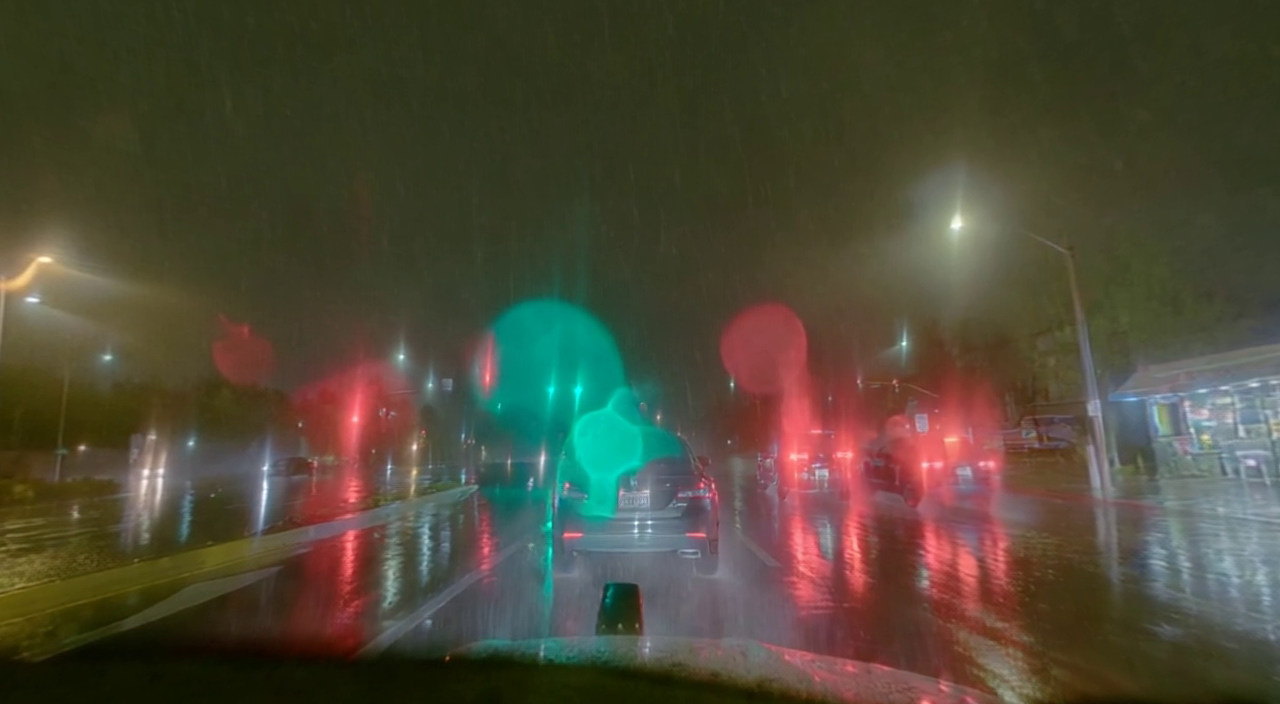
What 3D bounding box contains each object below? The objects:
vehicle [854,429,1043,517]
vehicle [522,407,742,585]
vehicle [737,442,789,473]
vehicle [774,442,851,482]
[{"bbox_3d":[6.708,2.671,14.431,2.072,1.652,4.611,0,-8,1],"label":"vehicle"},{"bbox_3d":[-0.063,1.688,8.117,2.115,1.700,3.901,0,-8,1],"label":"vehicle"},{"bbox_3d":[6.264,5.453,32.630,1.961,1.477,4.454,0,-8,2],"label":"vehicle"},{"bbox_3d":[6.844,4.401,25.430,1.833,1.452,4.237,0,-8,-1],"label":"vehicle"}]
